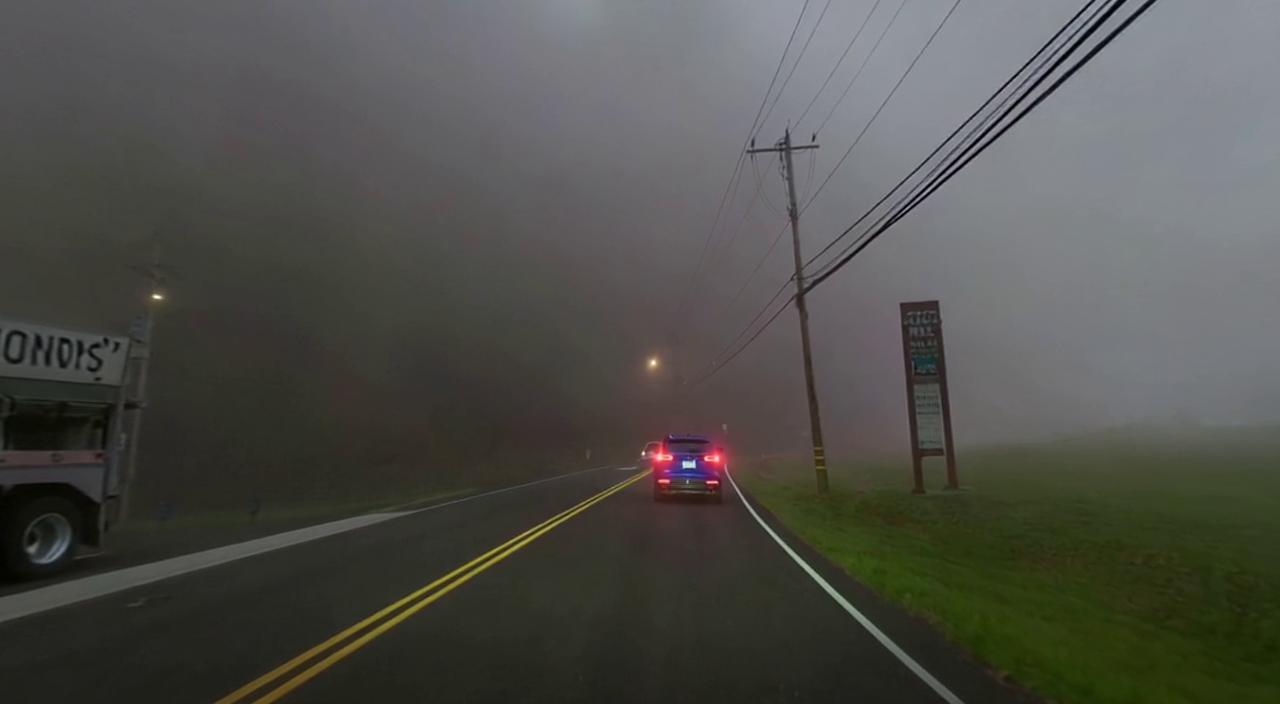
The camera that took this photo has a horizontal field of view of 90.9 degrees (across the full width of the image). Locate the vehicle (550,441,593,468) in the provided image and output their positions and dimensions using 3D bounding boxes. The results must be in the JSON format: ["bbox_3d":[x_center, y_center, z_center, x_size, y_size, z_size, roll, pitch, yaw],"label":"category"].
[{"bbox_3d":[-5.342,7.795,48.184,2.668,1.981,5.575,2,-9,-12],"label":"vehicle"}]

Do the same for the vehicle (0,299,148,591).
[{"bbox_3d":[-8.652,0.962,4.736,3.395,3.071,7.634,-7,-6,5],"label":"vehicle"}]

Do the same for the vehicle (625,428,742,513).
[{"bbox_3d":[0.816,2.400,13.180,2.081,1.503,3.726,0,-8,2],"label":"vehicle"}]
